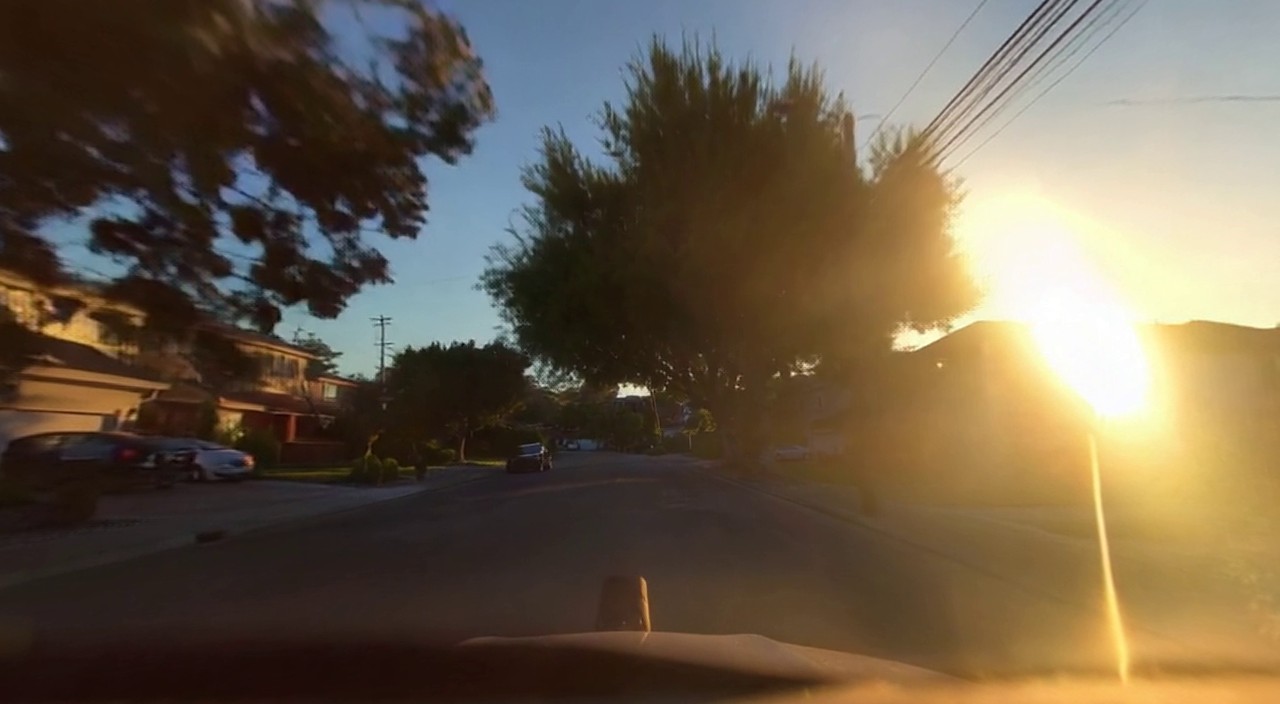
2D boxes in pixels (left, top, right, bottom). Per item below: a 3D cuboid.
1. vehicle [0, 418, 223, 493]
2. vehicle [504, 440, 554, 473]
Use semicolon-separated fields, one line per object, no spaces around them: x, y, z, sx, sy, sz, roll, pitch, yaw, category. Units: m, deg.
-14.490;2.754;16.844;4.928;1.844;2.163;1;-9;-4;vehicle
-6.147;5.812;35.186;1.998;1.742;4.210;0;-9;1;vehicle
